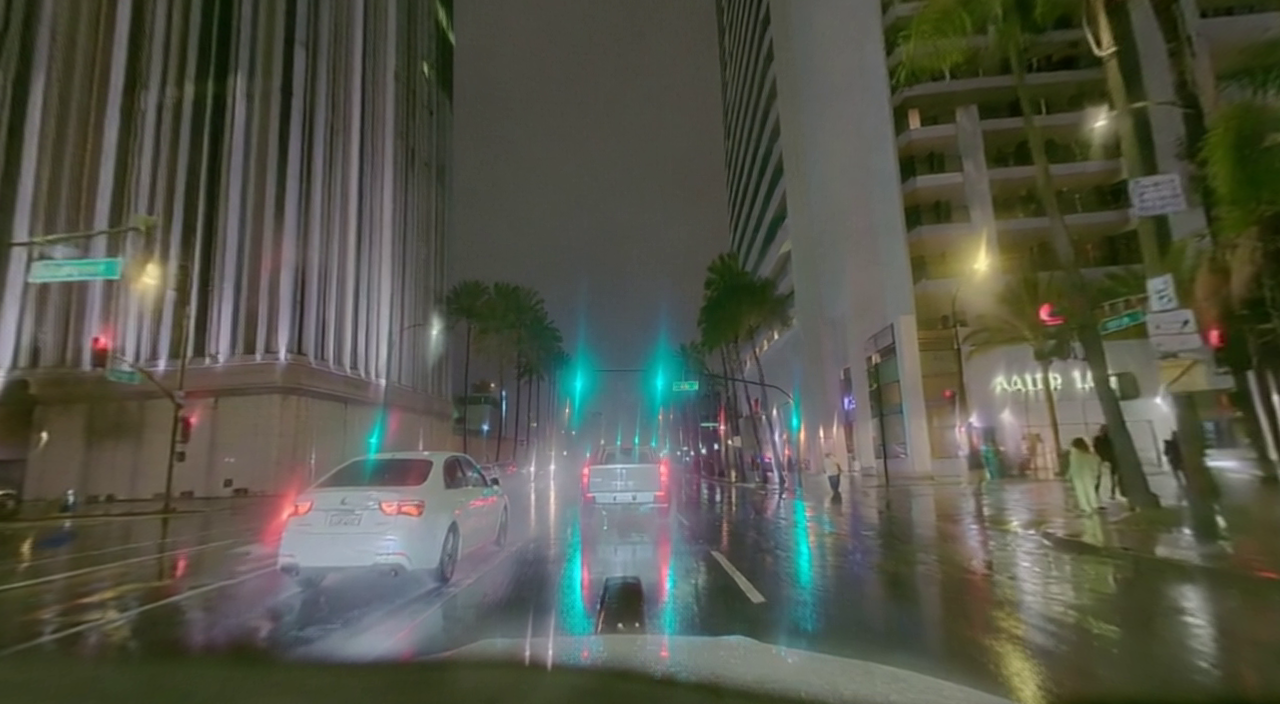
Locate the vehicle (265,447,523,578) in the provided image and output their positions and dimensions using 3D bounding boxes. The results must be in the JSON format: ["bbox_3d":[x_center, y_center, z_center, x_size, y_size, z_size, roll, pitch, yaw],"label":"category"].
[{"bbox_3d":[-3.291,2.218,9.682,2.096,1.492,4.666,0,-9,0],"label":"vehicle"}]

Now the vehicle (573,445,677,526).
[{"bbox_3d":[-0.343,3.050,15.000,2.145,1.632,3.972,0,-9,-1],"label":"vehicle"}]
